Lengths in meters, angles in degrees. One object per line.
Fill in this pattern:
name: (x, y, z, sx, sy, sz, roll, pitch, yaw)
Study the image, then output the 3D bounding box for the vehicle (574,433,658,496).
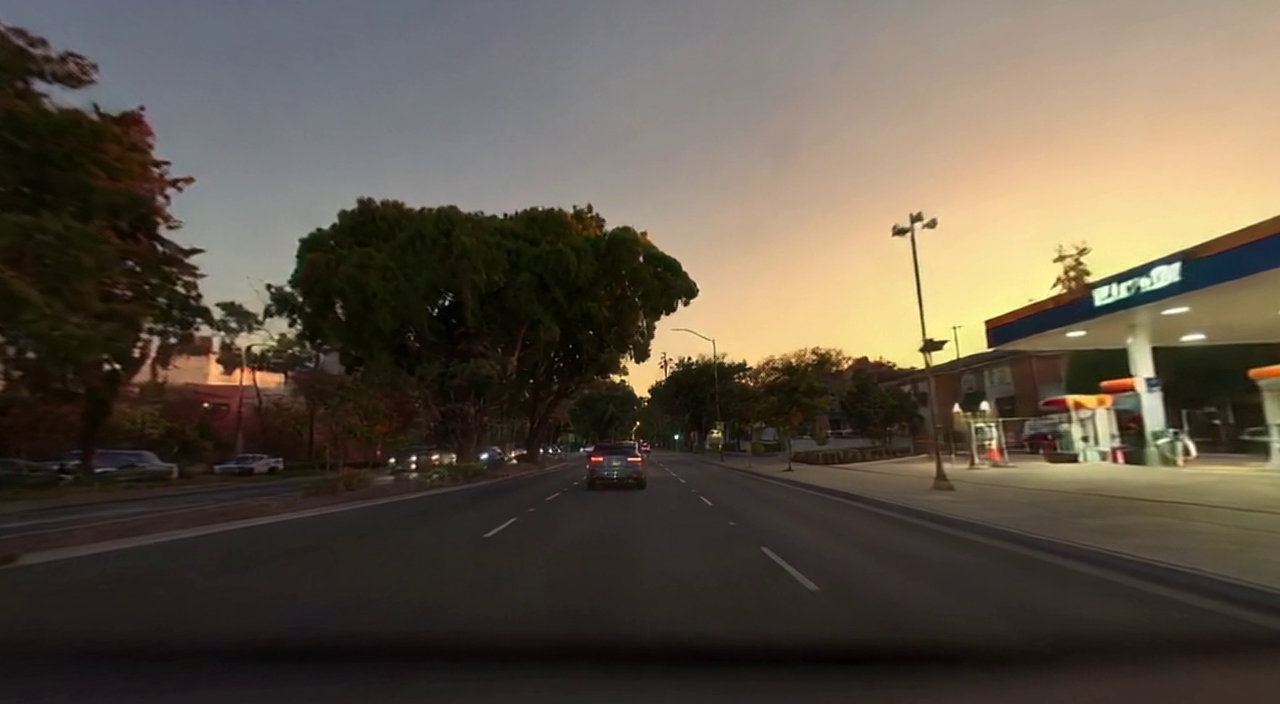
vehicle: (-0.595, 3.092, 17.643, 2.062, 1.519, 4.214, 1, -8, 0)

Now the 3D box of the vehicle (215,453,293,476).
vehicle: (-30.542, 8.886, 49.925, 2.099, 1.565, 4.767, -6, -10, 35)

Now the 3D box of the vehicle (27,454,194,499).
vehicle: (-23.975, 5.593, 28.832, 2.053, 1.738, 5.352, -4, -9, 25)

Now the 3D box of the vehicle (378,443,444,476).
vehicle: (-12.700, 5.956, 35.199, 1.943, 1.668, 4.331, 0, -9, 1)

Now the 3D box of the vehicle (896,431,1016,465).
vehicle: (15.475, 4.730, 31.048, 4.812, 1.549, 2.015, 0, -8, 0)

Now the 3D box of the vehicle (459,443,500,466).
vehicle: (-12.445, 7.963, 49.005, 1.956, 1.697, 4.380, 0, -8, 1)
